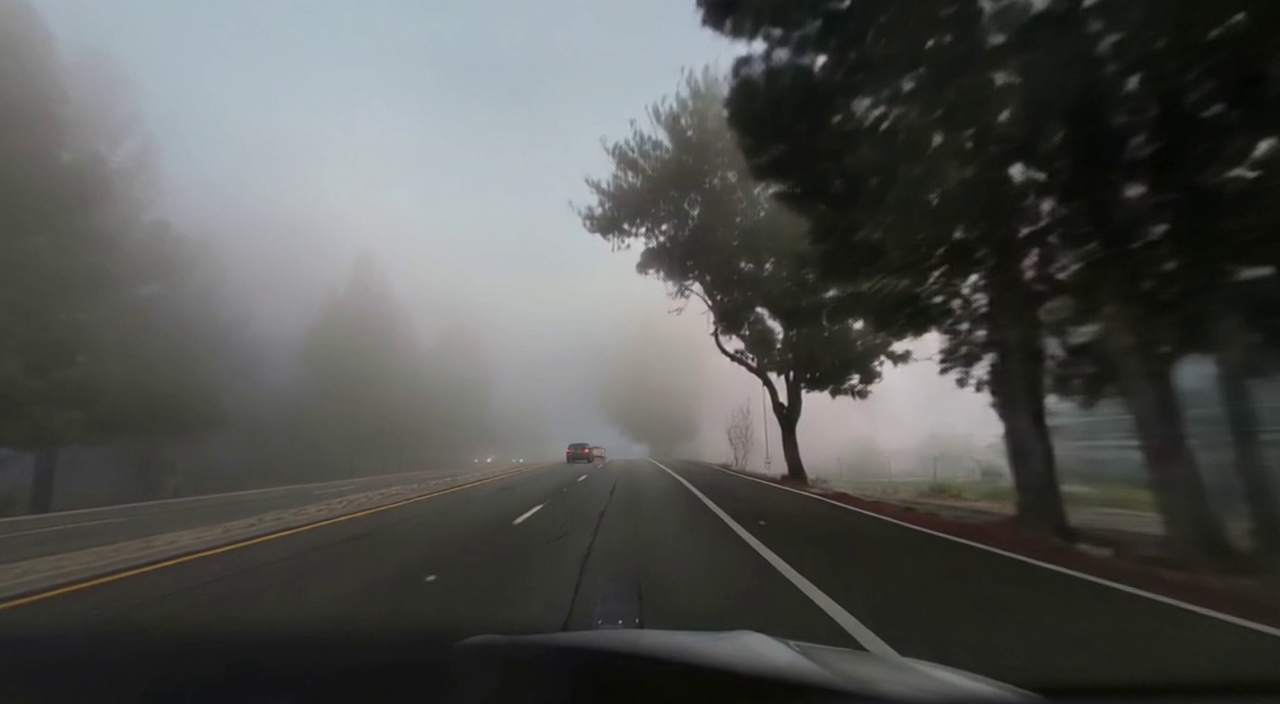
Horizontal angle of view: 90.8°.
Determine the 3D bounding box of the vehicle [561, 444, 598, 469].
[{"bbox_3d":[-3.874,6.777,41.147,1.984,1.521,4.682,0,-8,0],"label":"vehicle"}]
